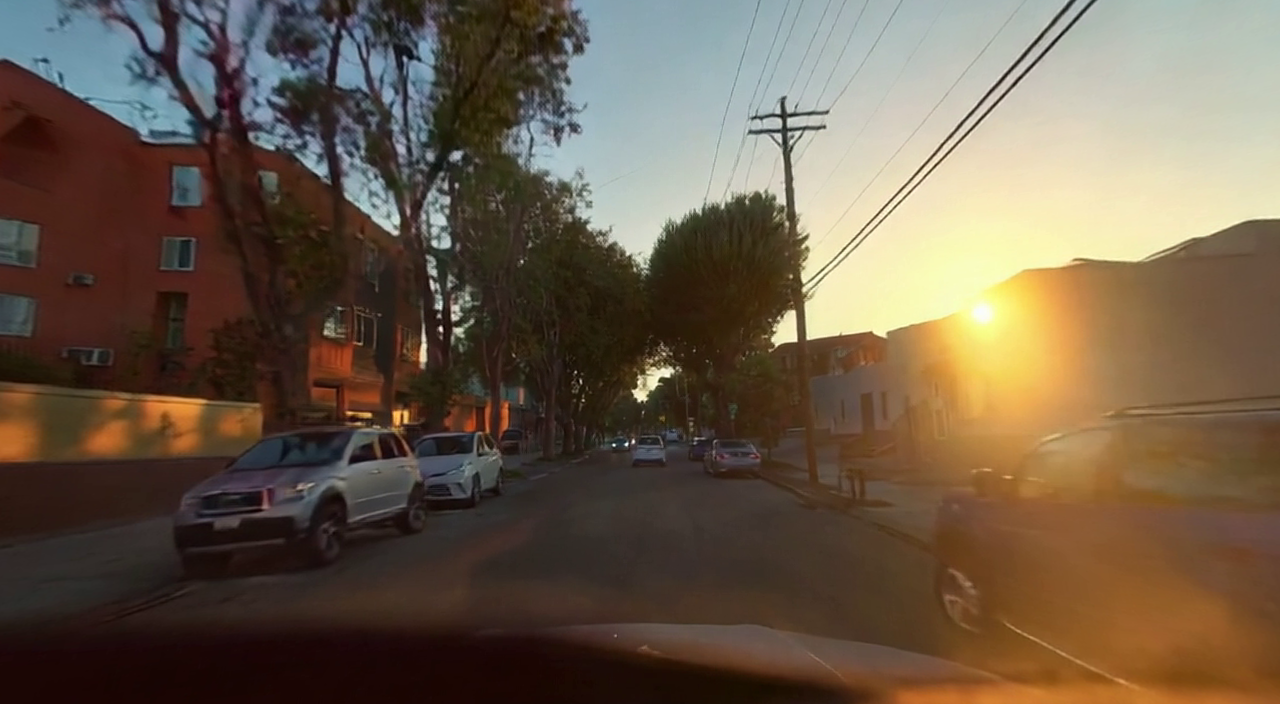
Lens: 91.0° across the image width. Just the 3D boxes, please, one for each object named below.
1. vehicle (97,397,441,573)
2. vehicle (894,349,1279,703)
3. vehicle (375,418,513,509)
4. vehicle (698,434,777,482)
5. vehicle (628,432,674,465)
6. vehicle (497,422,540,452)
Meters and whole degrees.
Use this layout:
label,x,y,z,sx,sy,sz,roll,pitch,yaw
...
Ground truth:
label,x,y,z,sx,sy,sz,roll,pitch,yaw
vehicle,-4.574,1.538,8.766,2.022,1.721,4.355,1,-3,2
vehicle,3.030,0.979,3.106,1.901,1.649,4.118,0,-8,1
vehicle,-4.254,2.402,14.316,1.911,1.573,3.637,2,-3,0
vehicle,3.248,3.614,21.835,2.086,1.498,4.280,0,-8,1
vehicle,0.526,4.669,30.570,2.095,1.510,3.605,0,-8,1
vehicle,-7.930,5.584,41.517,2.010,1.747,4.266,0,-5,0
